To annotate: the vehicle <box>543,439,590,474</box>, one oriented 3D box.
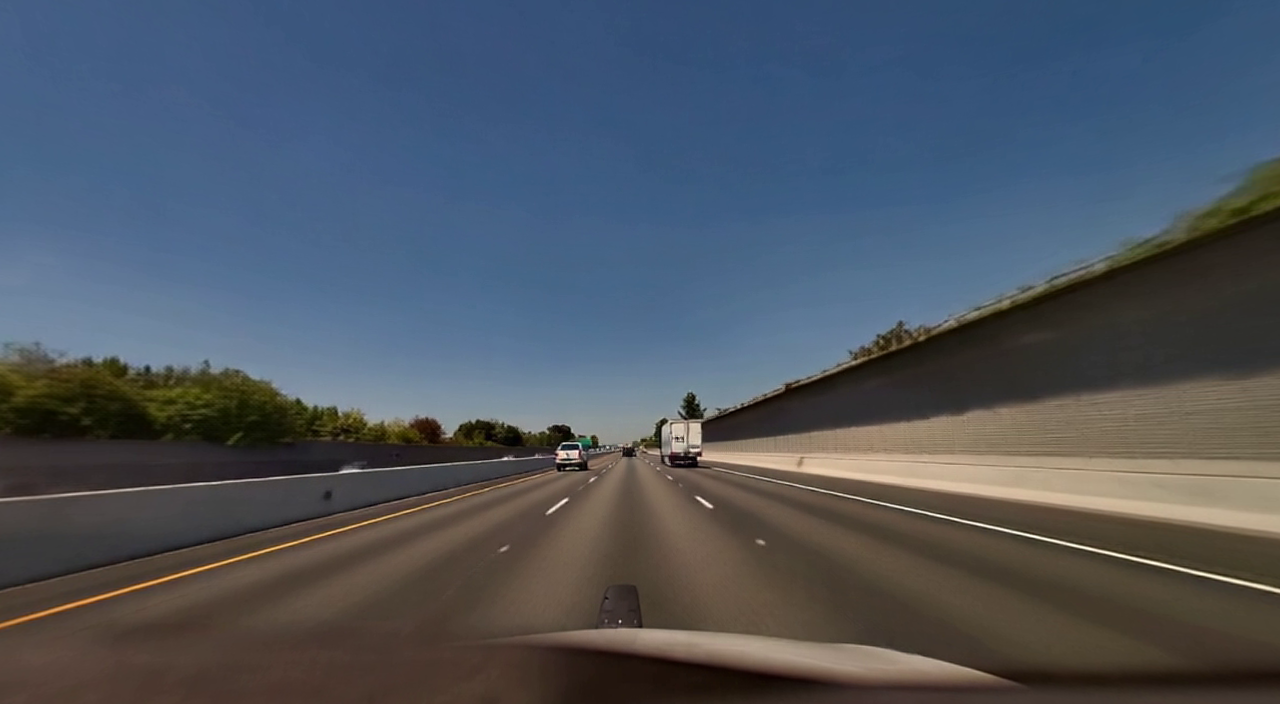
[{"bbox_3d":[-4.108,5.965,35.943,2.173,1.857,4.800,0,-9,0],"label":"vehicle"}]
